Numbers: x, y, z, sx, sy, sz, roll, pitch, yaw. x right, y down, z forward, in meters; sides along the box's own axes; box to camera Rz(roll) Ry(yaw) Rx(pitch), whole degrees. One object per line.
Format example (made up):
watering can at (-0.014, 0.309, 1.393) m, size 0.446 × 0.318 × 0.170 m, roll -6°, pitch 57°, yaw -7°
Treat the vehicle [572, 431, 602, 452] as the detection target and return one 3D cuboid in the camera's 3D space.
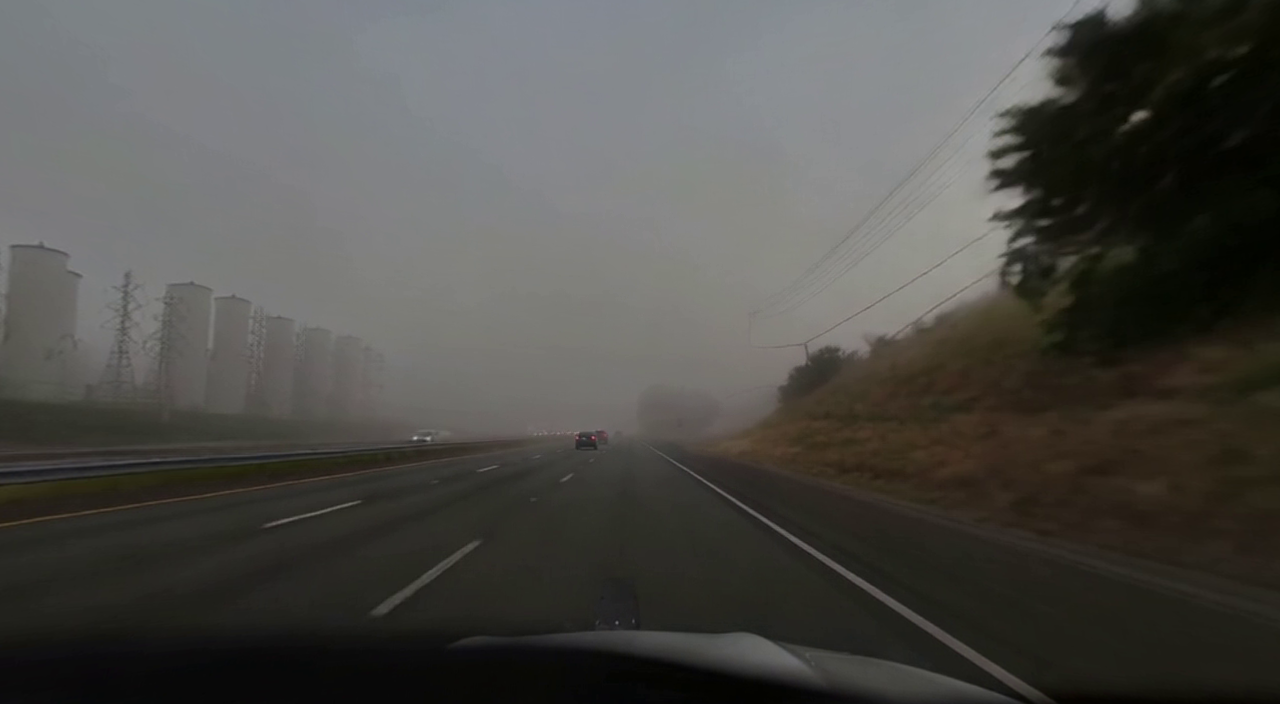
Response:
vehicle at (-3.987, 6.770, 47.754) m, size 1.952 × 1.462 × 3.969 m, roll 0°, pitch -7°, yaw -1°
